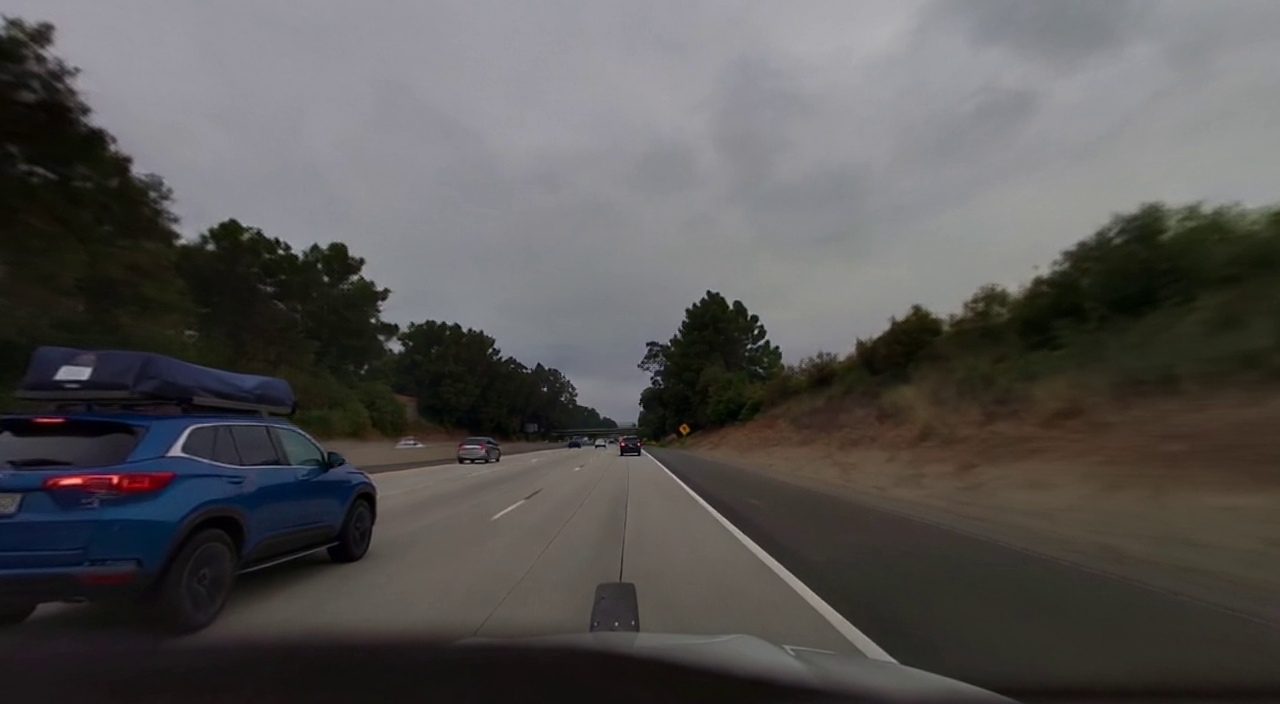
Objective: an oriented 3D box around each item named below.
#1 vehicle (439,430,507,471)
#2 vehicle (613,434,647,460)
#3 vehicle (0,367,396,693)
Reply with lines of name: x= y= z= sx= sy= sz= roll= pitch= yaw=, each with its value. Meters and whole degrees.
vehicle: x=-7.722 y=4.567 z=29.606 sx=1.964 sy=1.745 sz=4.338 roll=0 pitch=-8 yaw=1
vehicle: x=-0.678 y=6.352 z=42.267 sx=2.178 sy=1.658 sz=3.916 roll=0 pitch=-7 yaw=-1
vehicle: x=-4.188 y=1.260 z=5.772 sx=2.069 sy=1.748 sz=4.652 roll=0 pitch=-8 yaw=-1
